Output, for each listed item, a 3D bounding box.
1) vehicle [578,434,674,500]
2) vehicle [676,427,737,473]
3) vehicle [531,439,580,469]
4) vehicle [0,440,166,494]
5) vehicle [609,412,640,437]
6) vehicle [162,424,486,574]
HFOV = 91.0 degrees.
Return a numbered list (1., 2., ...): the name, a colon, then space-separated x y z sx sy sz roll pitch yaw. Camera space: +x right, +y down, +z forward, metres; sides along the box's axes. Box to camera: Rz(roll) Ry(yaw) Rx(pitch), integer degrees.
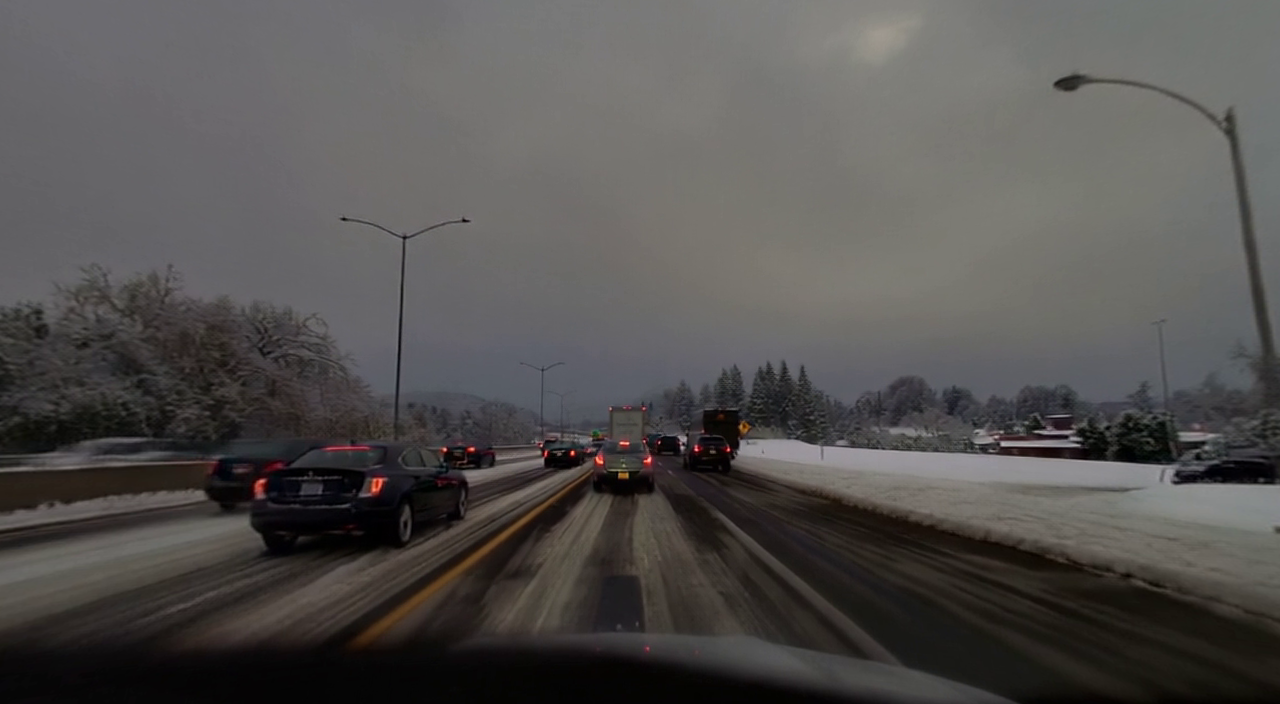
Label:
1. vehicle: -0.304 2.871 16.128 2.136 1.470 3.971 0 -8 0
2. vehicle: 2.891 4.394 28.339 2.173 1.870 4.499 0 -8 -1
3. vehicle: -4.254 5.228 32.406 1.998 1.423 4.436 0 -8 -1
4. vehicle: -20.645 4.163 23.352 2.213 1.741 5.092 0 -8 -2
5. vehicle: -1.145 5.513 47.466 2.206 1.803 4.569 0 -8 -1
6. vehicle: -3.710 1.792 8.567 2.064 1.475 4.489 0 -8 0
